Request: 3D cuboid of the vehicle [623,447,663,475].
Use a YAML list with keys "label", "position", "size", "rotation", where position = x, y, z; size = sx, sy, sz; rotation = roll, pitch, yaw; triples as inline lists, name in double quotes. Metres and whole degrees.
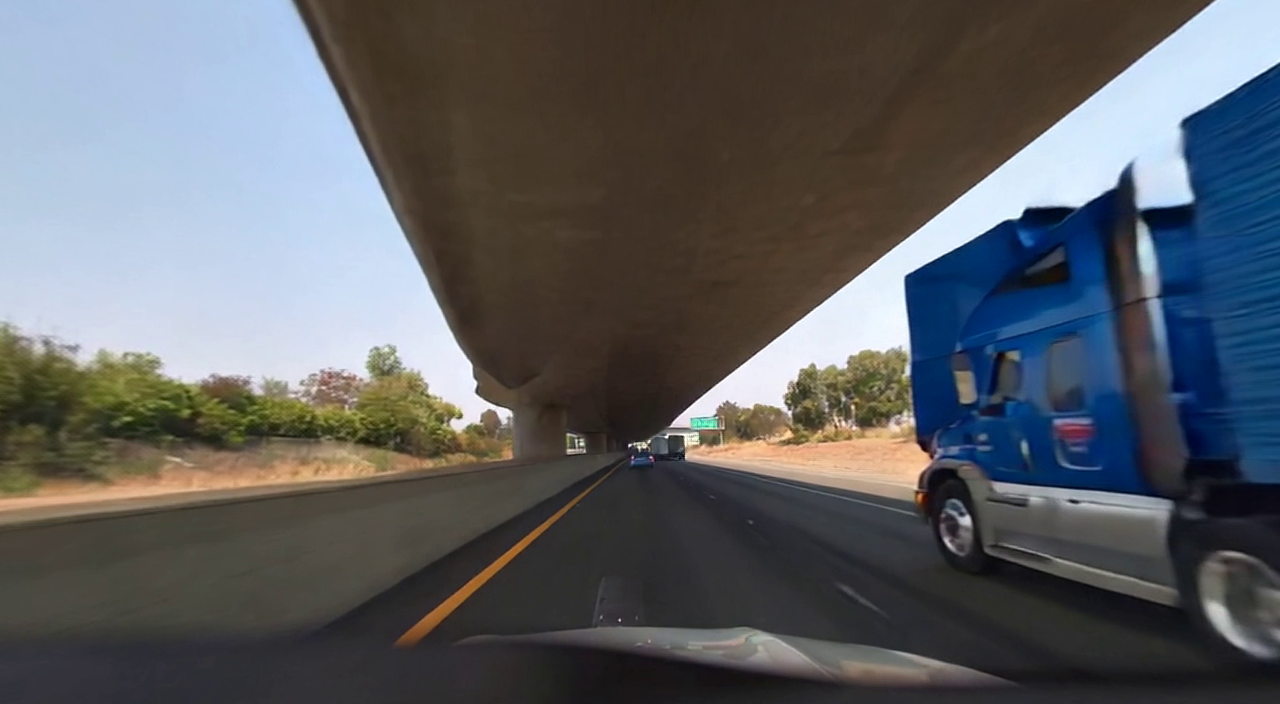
- label: "vehicle"
  position: [0.161, 6.044, 34.908]
  size: [2.083, 1.473, 3.923]
  rotation: [0, -9, 0]
